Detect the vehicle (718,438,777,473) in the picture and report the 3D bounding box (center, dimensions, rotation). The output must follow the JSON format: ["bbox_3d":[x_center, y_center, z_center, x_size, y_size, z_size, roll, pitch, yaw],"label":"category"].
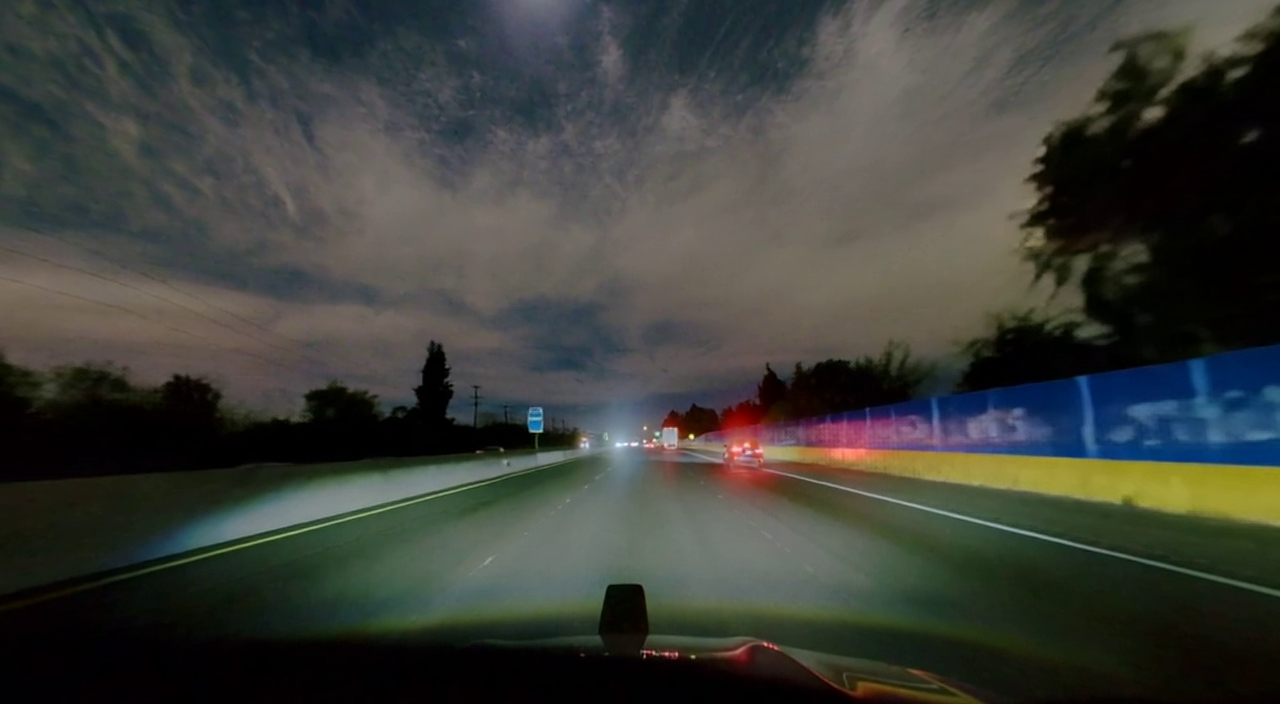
[{"bbox_3d":[4.895,4.791,29.240,1.991,1.494,3.951,0,-8,-1],"label":"vehicle"}]
